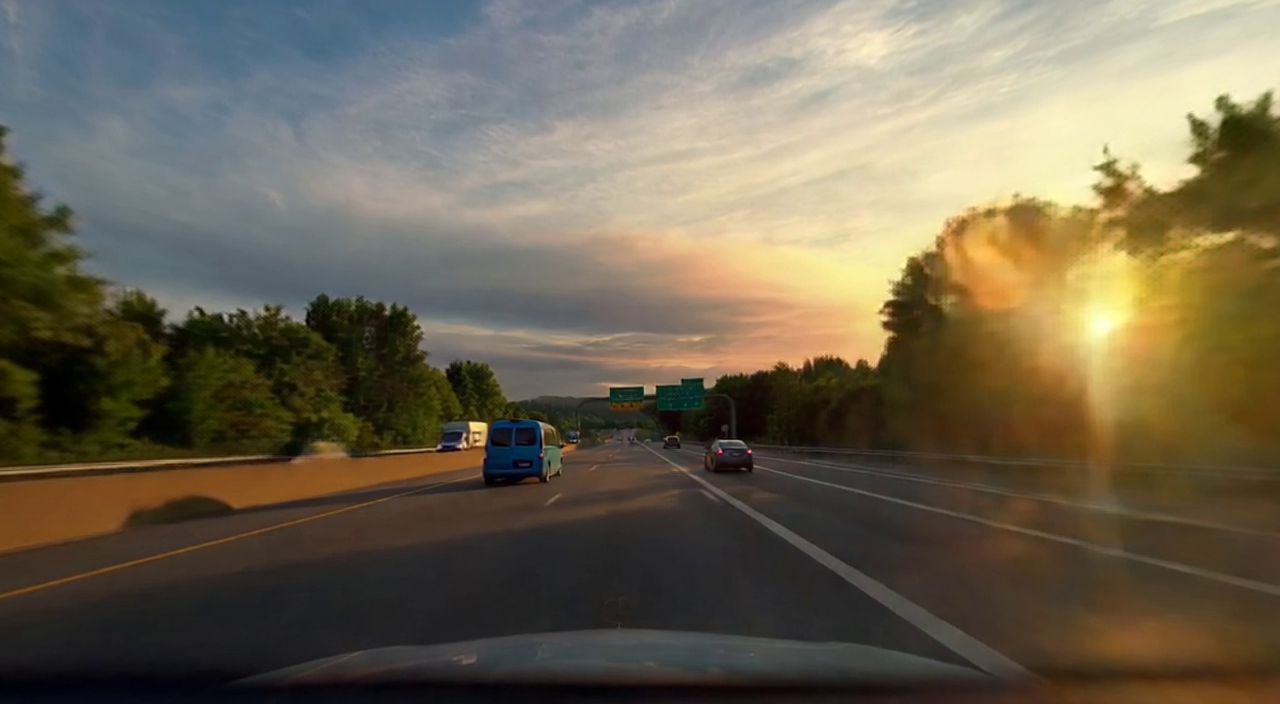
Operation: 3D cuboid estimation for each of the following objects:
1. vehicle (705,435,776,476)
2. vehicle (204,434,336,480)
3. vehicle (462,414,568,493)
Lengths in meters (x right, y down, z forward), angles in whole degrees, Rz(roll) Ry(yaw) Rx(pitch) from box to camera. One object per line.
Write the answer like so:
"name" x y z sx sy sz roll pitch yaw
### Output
"vehicle" 3.818 3.968 24.525 2.020 1.464 3.803 0 -8 -2
"vehicle" -12.942 3.657 22.453 2.038 1.459 4.428 0 -8 -1
"vehicle" -3.533 2.971 18.941 2.275 2.053 5.082 0 -8 -2
